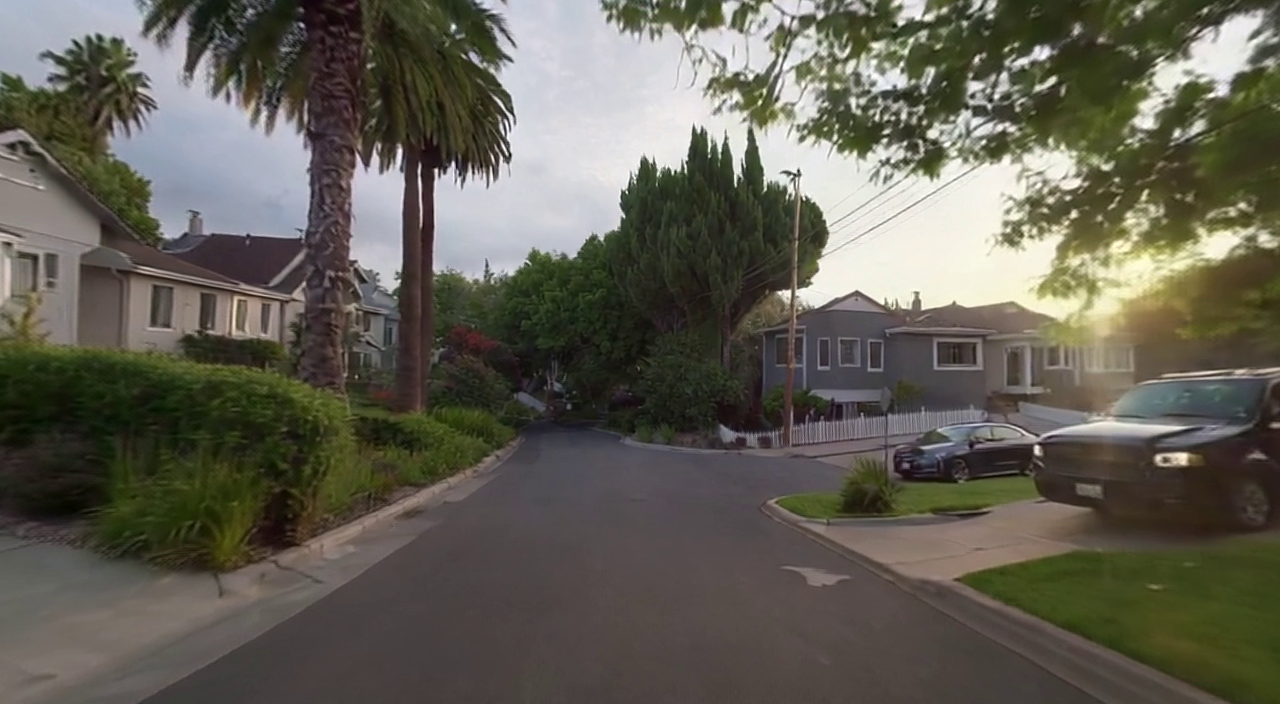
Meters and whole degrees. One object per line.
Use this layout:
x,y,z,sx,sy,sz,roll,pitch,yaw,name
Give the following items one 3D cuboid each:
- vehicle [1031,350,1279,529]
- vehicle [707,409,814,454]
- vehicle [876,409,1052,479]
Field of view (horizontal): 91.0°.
9.860,1.372,9.907,6.615,2.137,2.578,3,-9,-20,vehicle
6.707,4.453,34.811,5.663,1.913,2.170,9,-13,-27,vehicle
10.041,2.856,19.629,4.443,1.948,2.230,1,-10,-18,vehicle
